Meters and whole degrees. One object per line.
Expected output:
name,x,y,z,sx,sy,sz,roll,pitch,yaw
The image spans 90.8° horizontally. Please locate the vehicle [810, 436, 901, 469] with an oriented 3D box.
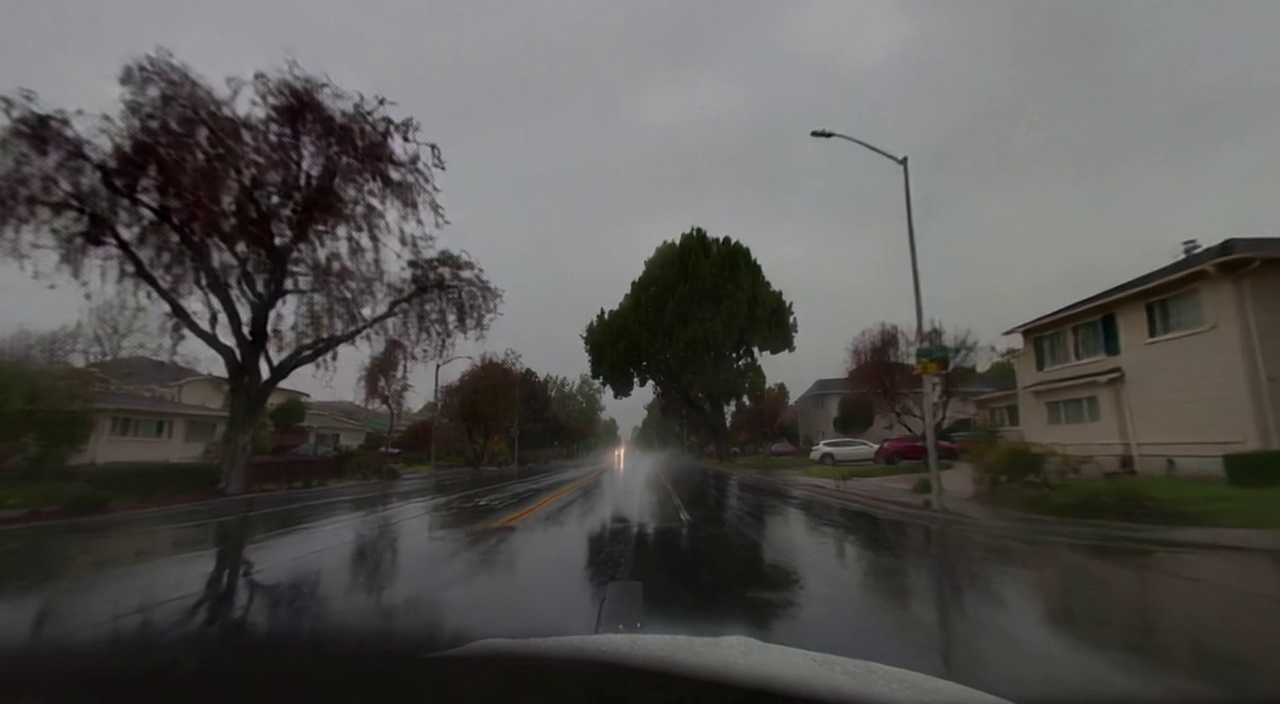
vehicle,13.136,6.161,38.783,4.912,1.895,2.047,-1,-8,7
